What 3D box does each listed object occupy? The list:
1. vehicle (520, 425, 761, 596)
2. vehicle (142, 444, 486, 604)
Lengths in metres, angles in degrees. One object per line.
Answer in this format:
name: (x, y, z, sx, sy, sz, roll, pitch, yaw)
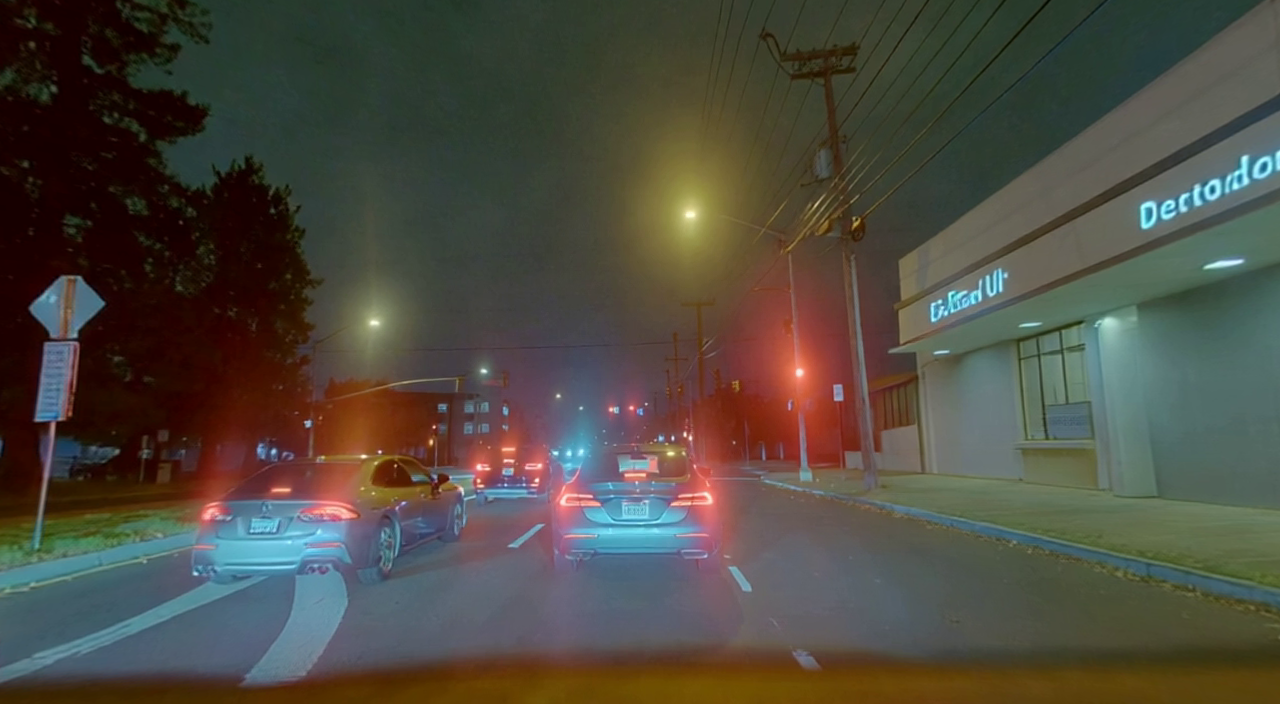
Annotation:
vehicle: (-0.010, 1.687, 7.553, 2.101, 1.469, 3.955, 0, -9, 0)
vehicle: (-3.233, 1.745, 7.332, 1.765, 1.319, 4.013, 0, -9, 2)
